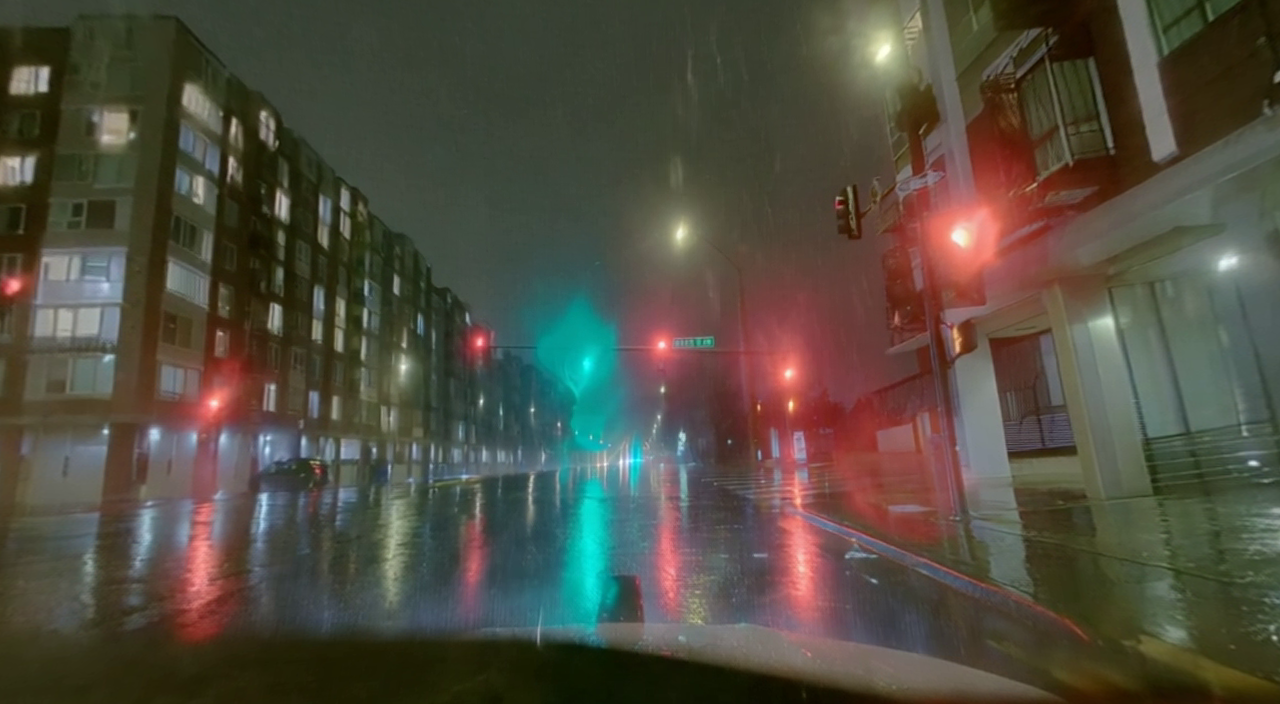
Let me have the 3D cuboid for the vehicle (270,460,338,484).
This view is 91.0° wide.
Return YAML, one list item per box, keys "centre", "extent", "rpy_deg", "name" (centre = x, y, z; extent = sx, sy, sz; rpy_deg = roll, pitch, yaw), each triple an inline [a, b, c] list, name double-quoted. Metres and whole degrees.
- centre: [-24.650, 8.797, 46.271]
  extent: [3.882, 1.600, 1.768]
  rpy_deg: [0, -9, 2]
  name: "vehicle"
